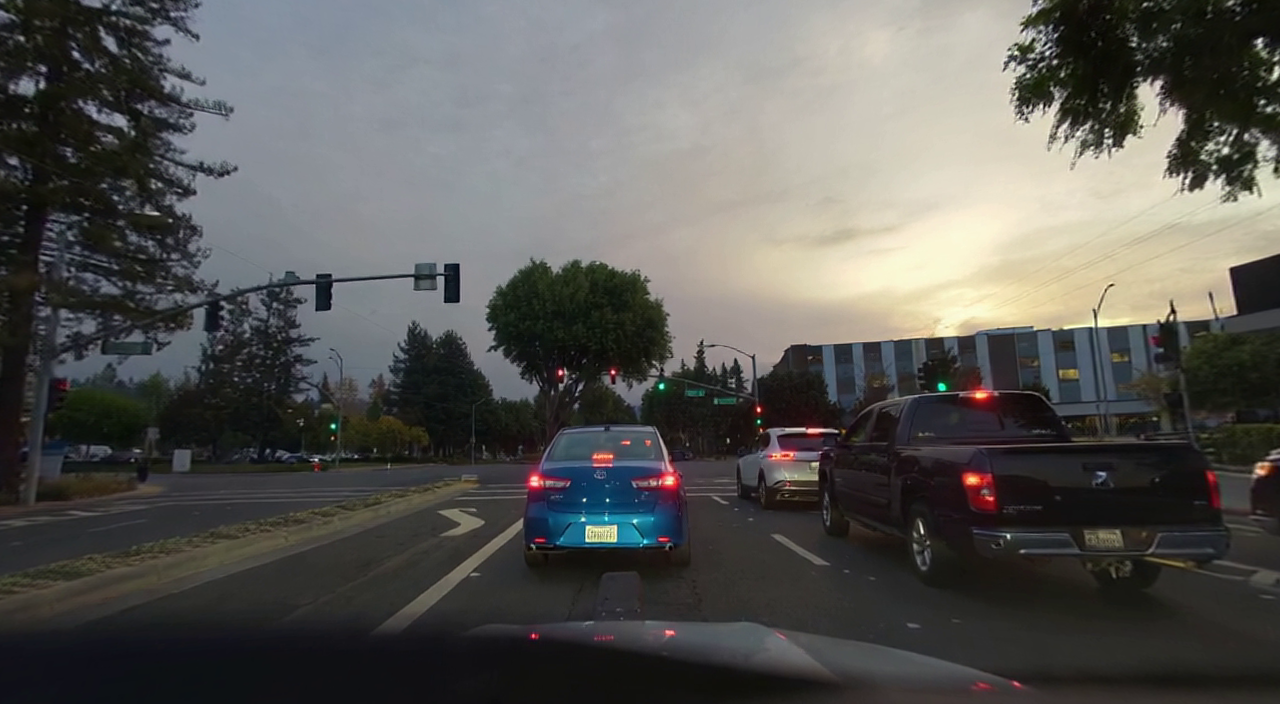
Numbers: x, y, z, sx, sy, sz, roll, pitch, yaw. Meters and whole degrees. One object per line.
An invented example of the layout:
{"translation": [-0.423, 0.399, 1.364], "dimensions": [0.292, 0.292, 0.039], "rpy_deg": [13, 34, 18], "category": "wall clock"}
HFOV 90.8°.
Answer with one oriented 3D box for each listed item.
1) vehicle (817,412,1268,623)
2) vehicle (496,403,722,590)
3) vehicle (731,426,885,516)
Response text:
{"translation": [3.658, 1.573, 7.067], "dimensions": [1.955, 1.550, 4.587], "rpy_deg": [0, -8, -1], "category": "vehicle"}
{"translation": [-0.282, 1.584, 7.634], "dimensions": [2.037, 1.674, 3.693], "rpy_deg": [0, -8, 0], "category": "vehicle"}
{"translation": [3.374, 2.484, 13.690], "dimensions": [2.031, 1.626, 4.264], "rpy_deg": [0, -8, -2], "category": "vehicle"}
